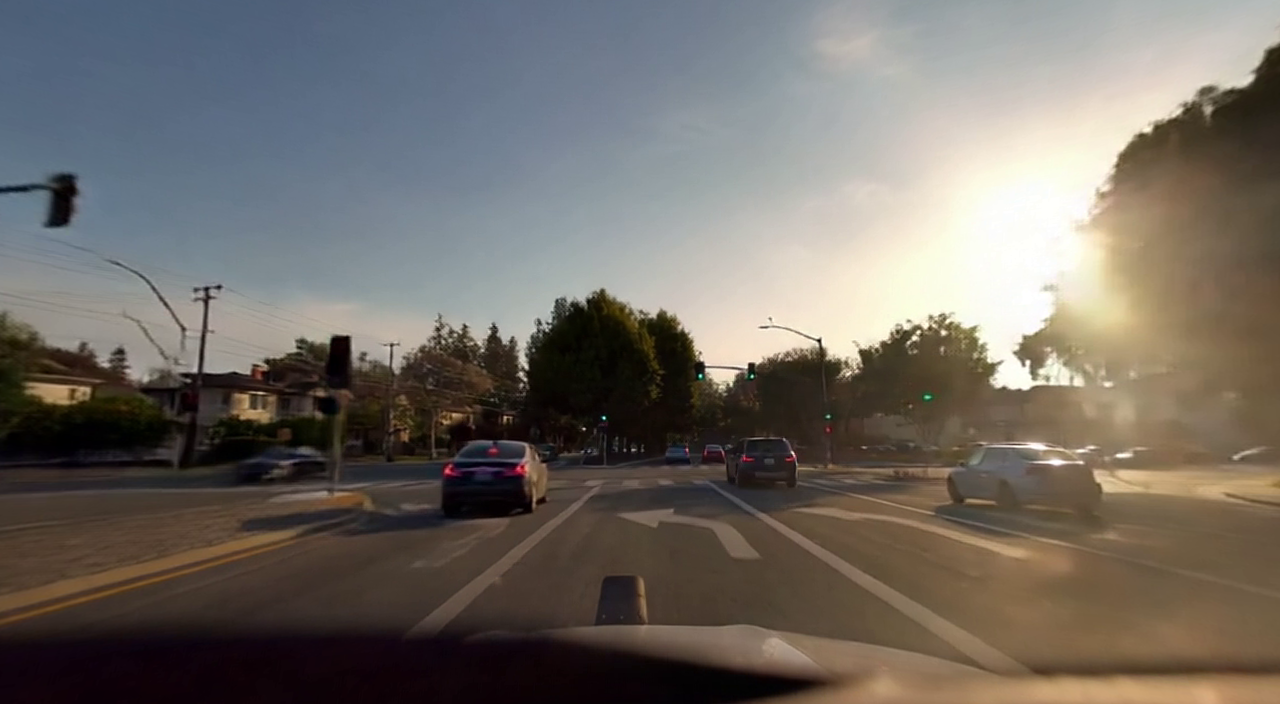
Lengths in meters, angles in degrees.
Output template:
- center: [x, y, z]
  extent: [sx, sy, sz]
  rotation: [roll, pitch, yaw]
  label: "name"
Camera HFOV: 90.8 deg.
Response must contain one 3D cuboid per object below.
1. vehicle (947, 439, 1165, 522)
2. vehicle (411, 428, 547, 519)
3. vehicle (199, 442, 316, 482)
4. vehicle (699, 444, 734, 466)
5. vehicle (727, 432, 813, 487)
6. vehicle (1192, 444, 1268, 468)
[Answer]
- center: [8.662, 2.678, 13.708]
  extent: [1.949, 1.492, 4.103]
  rotation: [0, -9, 1]
  label: "vehicle"
- center: [-3.595, 2.805, 15.153]
  extent: [2.258, 1.812, 4.650]
  rotation: [1, -9, -3]
  label: "vehicle"
- center: [-14.954, 4.297, 25.017]
  extent: [1.794, 1.440, 4.351]
  rotation: [0, -9, 2]
  label: "vehicle"
- center: [5.306, 7.191, 44.370]
  extent: [2.064, 1.474, 4.389]
  rotation: [0, -9, 3]
  label: "vehicle"
- center: [4.635, 3.929, 23.329]
  extent: [2.209, 1.813, 4.724]
  rotation: [0, -9, 1]
  label: "vehicle"
- center: [43.936, 7.750, 47.064]
  extent: [4.315, 1.694, 2.134]
  rotation: [3, -9, -18]
  label: "vehicle"
